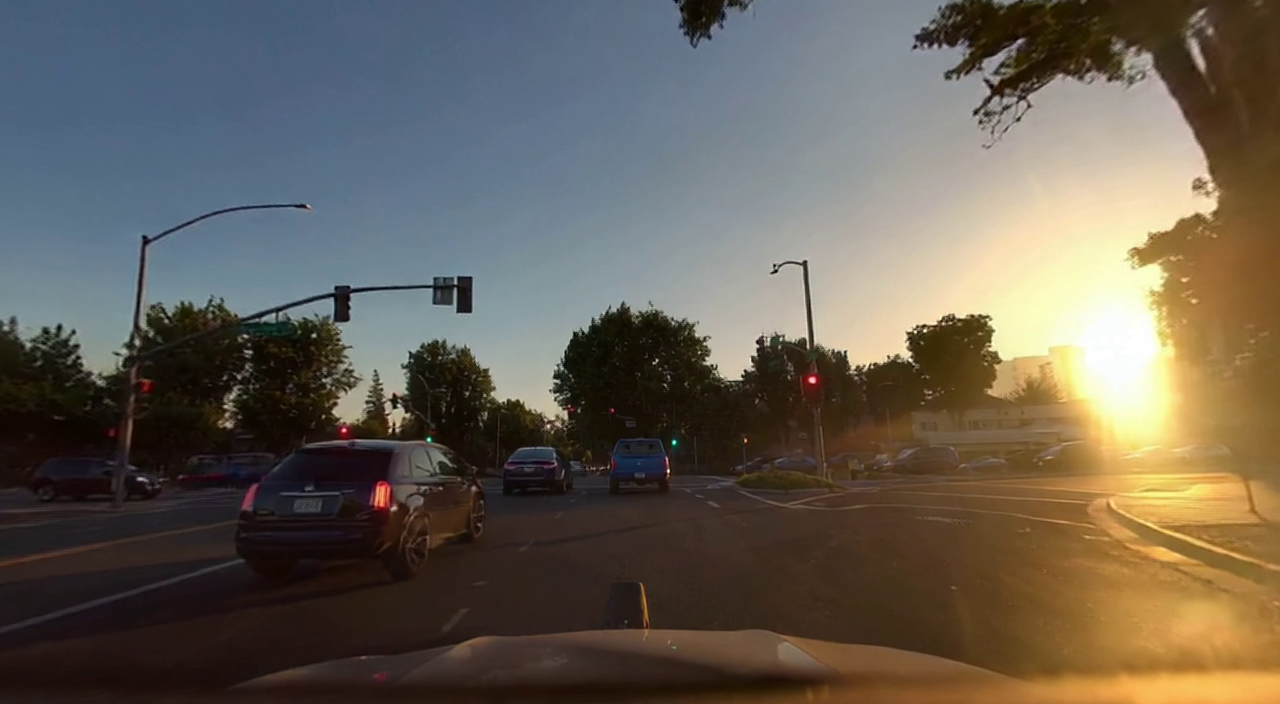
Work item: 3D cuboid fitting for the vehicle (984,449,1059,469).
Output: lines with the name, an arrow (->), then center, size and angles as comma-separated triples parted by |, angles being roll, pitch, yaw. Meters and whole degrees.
vehicle -> 28.650, 8.055, 47.358 | 4.365, 1.448, 1.928 | 0, -8, 0

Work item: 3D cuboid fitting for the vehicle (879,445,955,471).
vehicle -> 20.690, 7.971, 47.159 | 4.585, 1.681, 2.140 | -2, -10, -1

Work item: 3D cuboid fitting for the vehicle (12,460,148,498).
vehicle -> -27.179, 6.148, 30.701 | 4.623, 1.710, 2.034 | 0, -8, 1

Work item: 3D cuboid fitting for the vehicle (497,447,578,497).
vehicle -> -3.324, 3.976, 21.296 | 2.013, 1.474, 4.393 | 0, -8, 0

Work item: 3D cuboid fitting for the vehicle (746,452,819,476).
vehicle -> 10.540, 8.329, 46.866 | 4.875, 1.473, 2.077 | -2, -12, -2

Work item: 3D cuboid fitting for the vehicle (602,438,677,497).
vehicle -> -0.010, 3.625, 20.198 | 2.163, 1.678, 3.846 | 0, -8, 0

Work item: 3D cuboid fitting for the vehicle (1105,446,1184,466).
vehicle -> 37.789, 7.760, 47.231 | 4.525, 1.468, 1.839 | 1, -8, -6

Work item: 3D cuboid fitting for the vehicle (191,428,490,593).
vehicle -> -3.232, 1.745, 7.731 | 1.960, 1.528, 3.490 | 0, -8, -1
